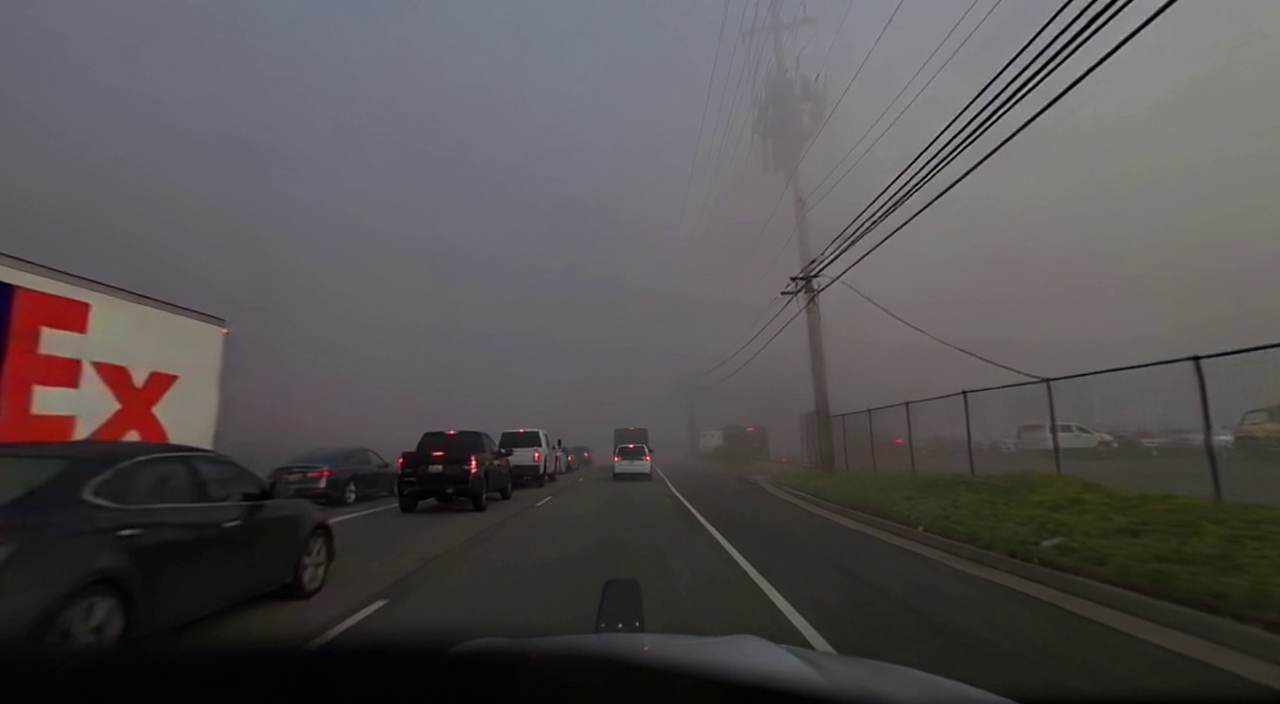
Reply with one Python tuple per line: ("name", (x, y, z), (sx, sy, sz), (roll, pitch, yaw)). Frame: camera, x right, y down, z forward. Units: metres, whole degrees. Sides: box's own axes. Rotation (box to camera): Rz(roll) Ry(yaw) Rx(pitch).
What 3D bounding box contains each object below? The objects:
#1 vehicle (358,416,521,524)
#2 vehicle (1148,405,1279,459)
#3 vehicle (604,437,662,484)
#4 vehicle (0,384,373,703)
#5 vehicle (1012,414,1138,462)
("vehicle", (-3.928, 2.409, 13.313), (1.956, 1.865, 4.624), (0, -9, -1))
("vehicle", (40.522, 5.570, 43.779), (7.613, 2.990, 2.868), (-5, -8, -2))
("vehicle", (-0.267, 4.210, 24.748), (2.055, 1.671, 4.147), (0, -9, -1))
("vehicle", (-3.947, 1.242, 4.657), (2.014, 1.637, 4.382), (0, -9, 0))
("vehicle", (32.779, 6.568, 47.670), (7.142, 3.385, 2.919), (0, -10, 2))
